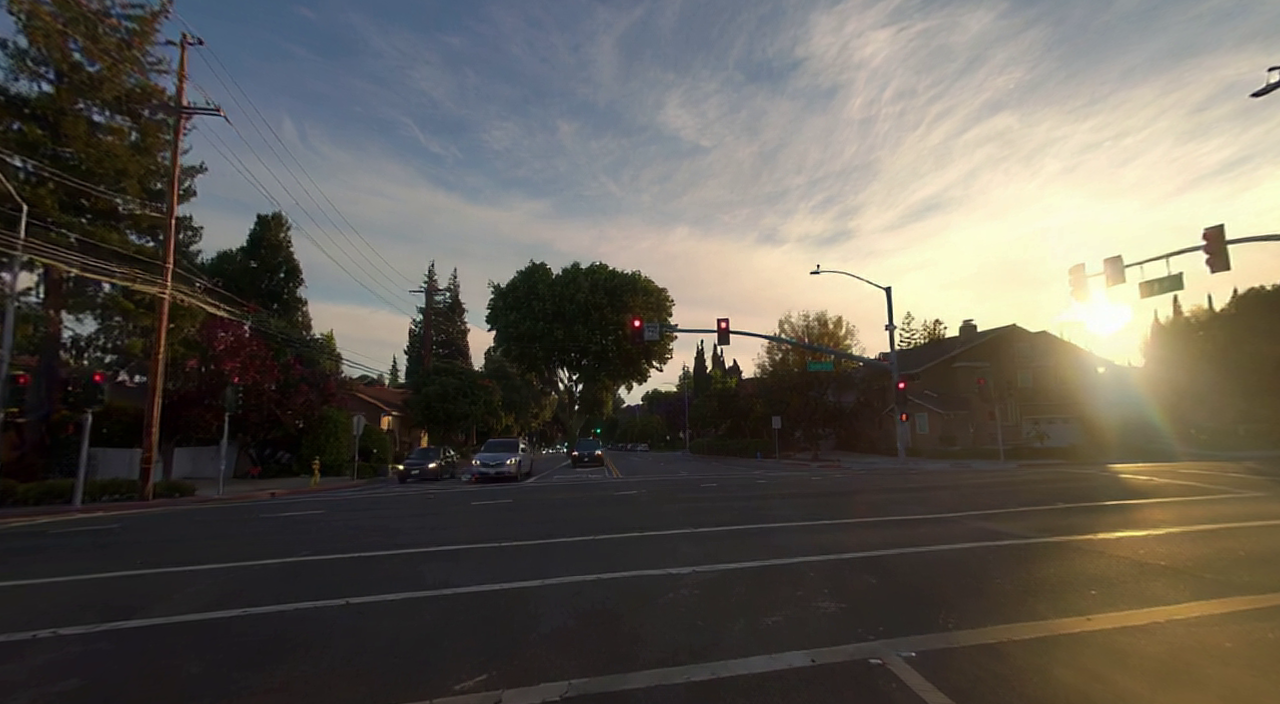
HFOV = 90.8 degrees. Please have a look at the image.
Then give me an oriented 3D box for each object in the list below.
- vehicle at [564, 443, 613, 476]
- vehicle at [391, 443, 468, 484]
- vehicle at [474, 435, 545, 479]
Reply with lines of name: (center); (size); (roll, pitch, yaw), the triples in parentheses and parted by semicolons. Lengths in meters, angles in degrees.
vehicle: (-2.413, 5.218, 30.934); (2.174, 1.477, 4.805); (0, -9, -2)
vehicle: (-10.176, 5.389, 30.977); (2.241, 1.819, 4.690); (0, -9, -1)
vehicle: (-6.401, 5.234, 31.773); (2.479, 1.977, 5.254); (0, -9, -1)
